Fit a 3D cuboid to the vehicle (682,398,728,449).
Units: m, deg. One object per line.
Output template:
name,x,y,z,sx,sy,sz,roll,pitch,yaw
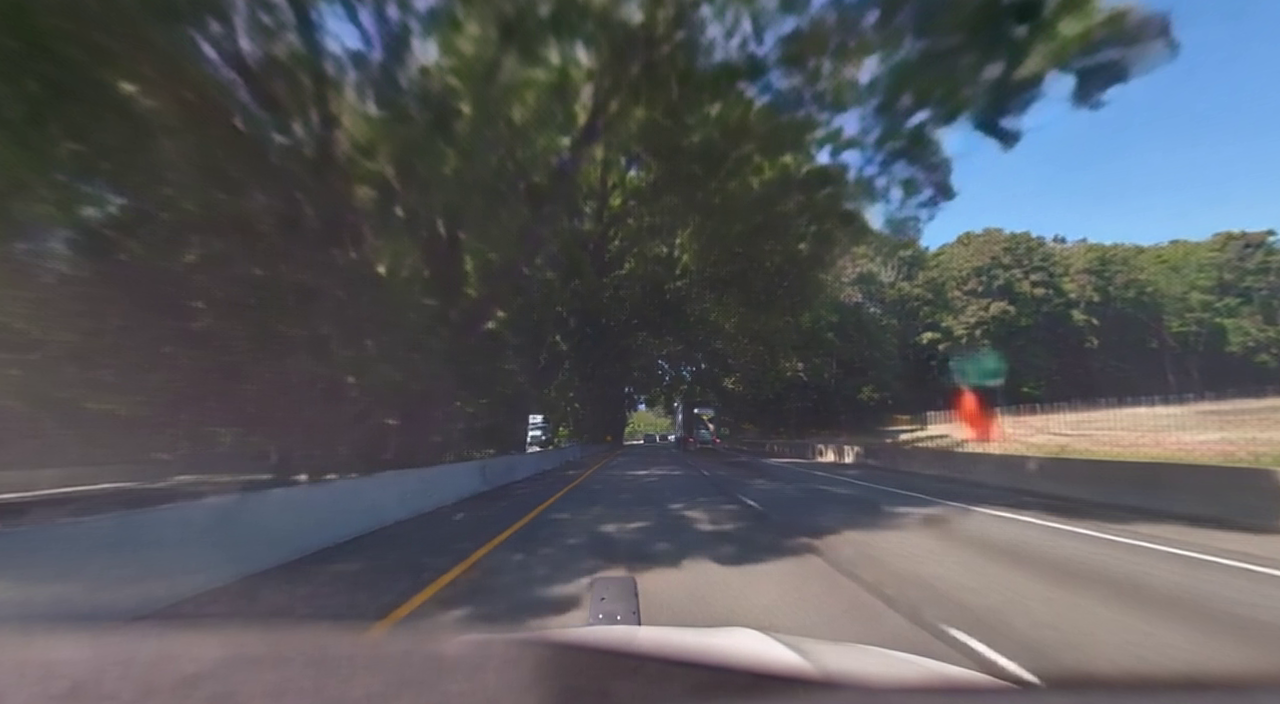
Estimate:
vehicle,4.535,5.130,44.658,2.749,3.357,4.979,0,-8,1
